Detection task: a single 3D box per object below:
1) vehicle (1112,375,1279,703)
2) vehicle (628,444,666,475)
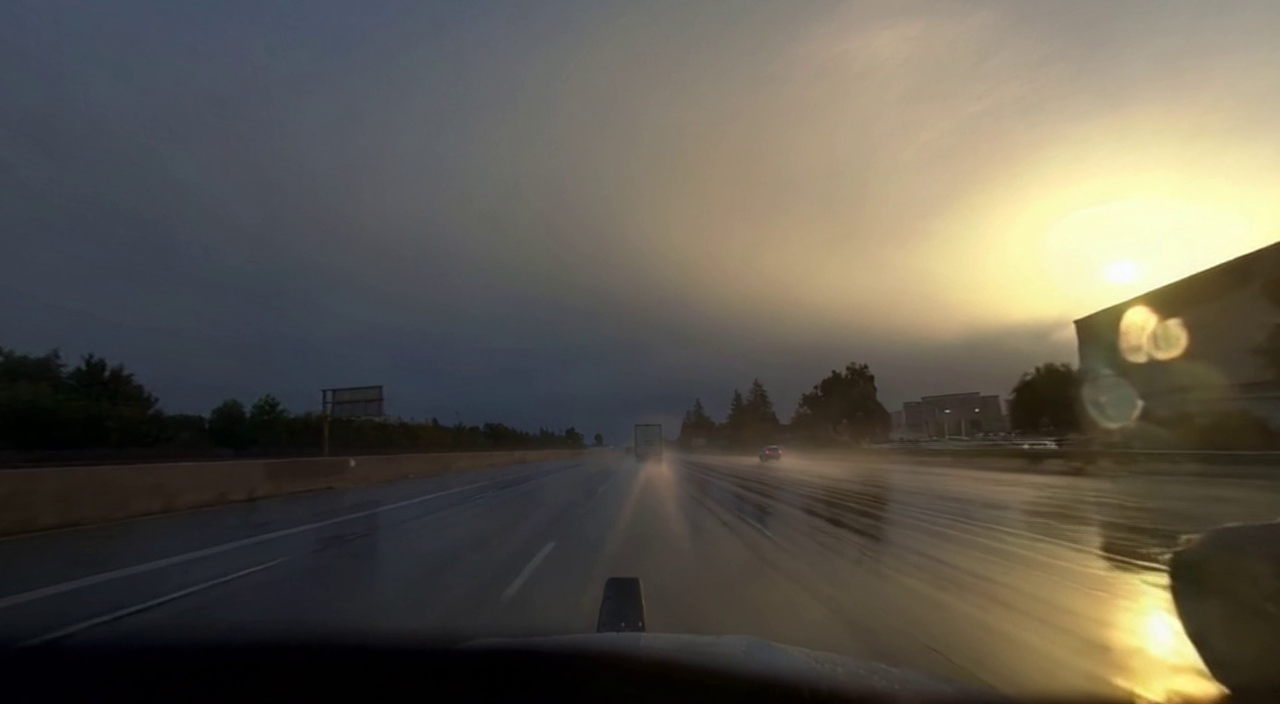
[{"bbox_3d":[3.801,0.641,1.060,2.008,1.595,5.082,0,-9,-1],"label":"vehicle"},{"bbox_3d":[0.408,6.080,35.860,2.015,1.639,4.086,0,-9,1],"label":"vehicle"}]
